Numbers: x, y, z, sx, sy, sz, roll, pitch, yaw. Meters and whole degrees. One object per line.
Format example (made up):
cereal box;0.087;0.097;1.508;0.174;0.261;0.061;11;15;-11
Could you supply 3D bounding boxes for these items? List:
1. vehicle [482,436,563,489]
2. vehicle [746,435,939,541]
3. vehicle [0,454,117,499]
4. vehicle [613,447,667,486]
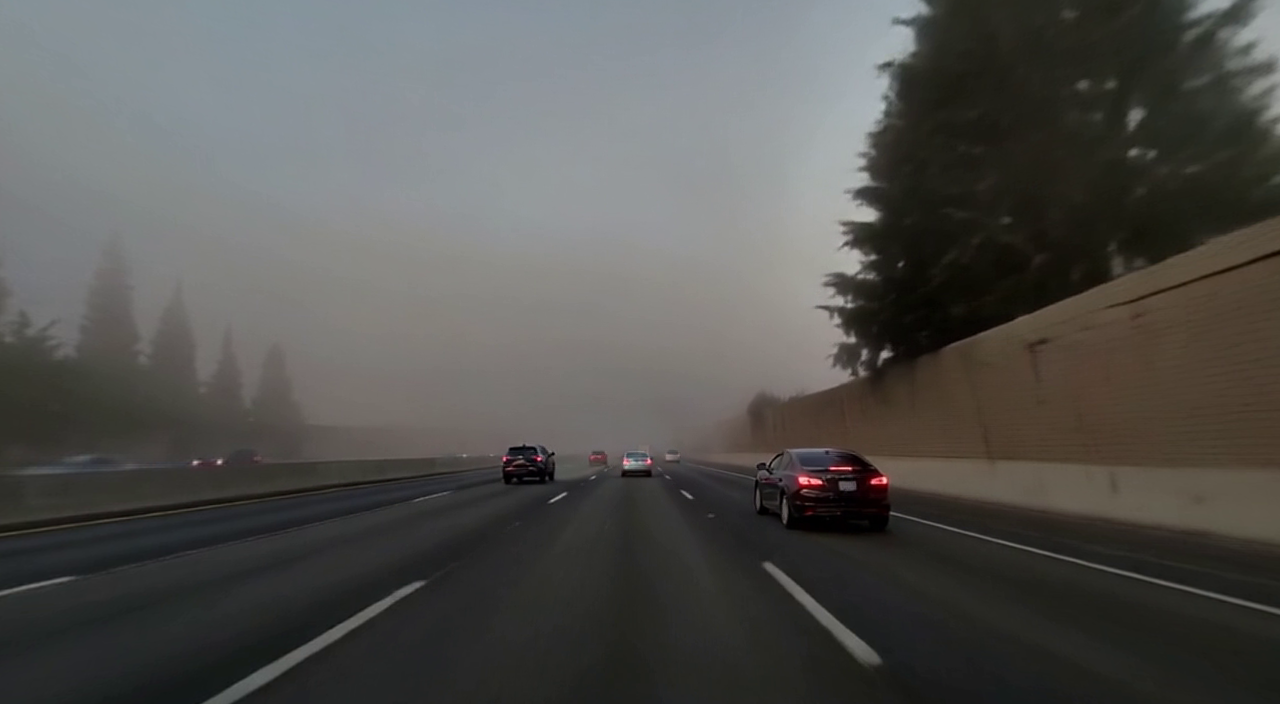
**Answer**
vehicle;-4.243;4.080;23.640;2.121;1.775;4.335;0;-9;1
vehicle;3.320;2.312;11.469;1.917;1.507;4.540;0;-9;-1
vehicle;-22.187;4.531;23.447;1.731;1.441;4.380;0;-9;0
vehicle;-0.020;4.597;25.690;2.045;1.452;4.040;0;-9;-1
